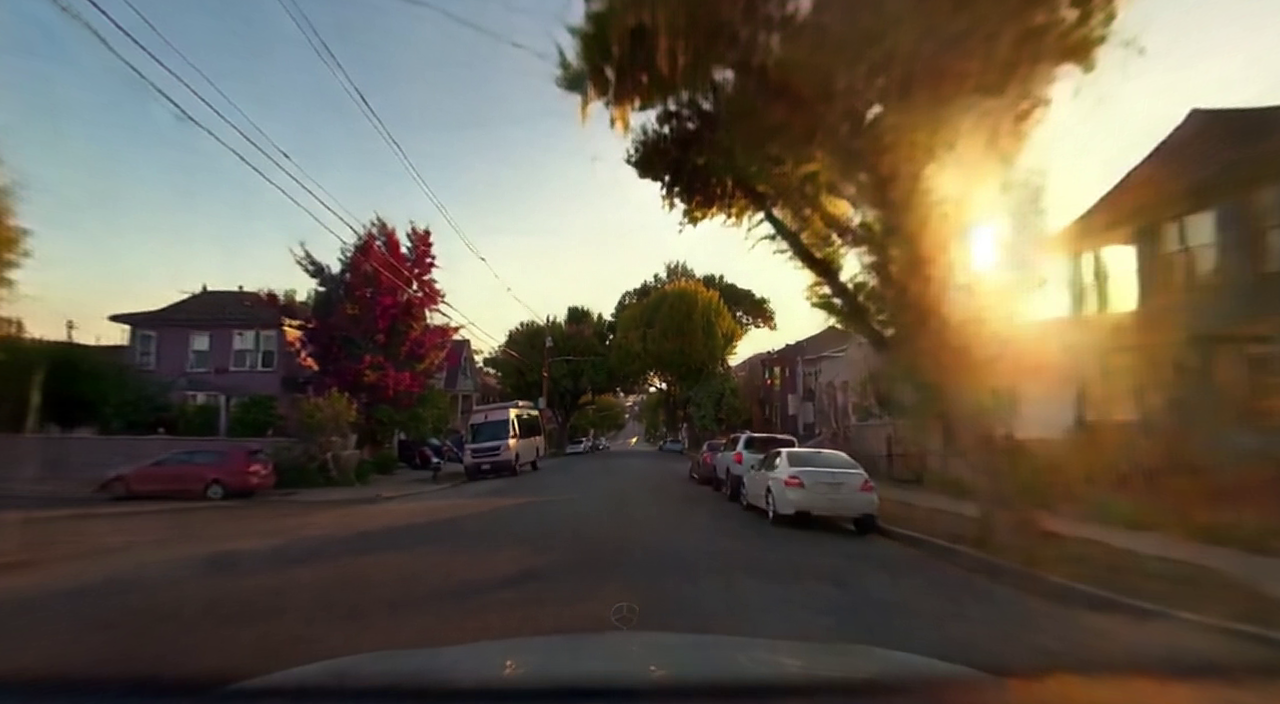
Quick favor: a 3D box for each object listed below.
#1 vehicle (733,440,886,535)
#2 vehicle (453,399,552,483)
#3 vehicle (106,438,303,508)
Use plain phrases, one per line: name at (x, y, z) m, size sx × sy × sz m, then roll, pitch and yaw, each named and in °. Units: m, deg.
vehicle at (3.357, 2.731, 13.532) m, size 2.010 × 1.661 × 4.615 m, roll 0°, pitch -8°, yaw 0°
vehicle at (-6.569, 4.313, 31.371) m, size 3.115 × 3.562 × 7.695 m, roll -2°, pitch -7°, yaw 0°
vehicle at (-13.243, 3.782, 19.468) m, size 4.341 × 1.728 × 2.161 m, roll -2°, pitch -16°, yaw -5°
